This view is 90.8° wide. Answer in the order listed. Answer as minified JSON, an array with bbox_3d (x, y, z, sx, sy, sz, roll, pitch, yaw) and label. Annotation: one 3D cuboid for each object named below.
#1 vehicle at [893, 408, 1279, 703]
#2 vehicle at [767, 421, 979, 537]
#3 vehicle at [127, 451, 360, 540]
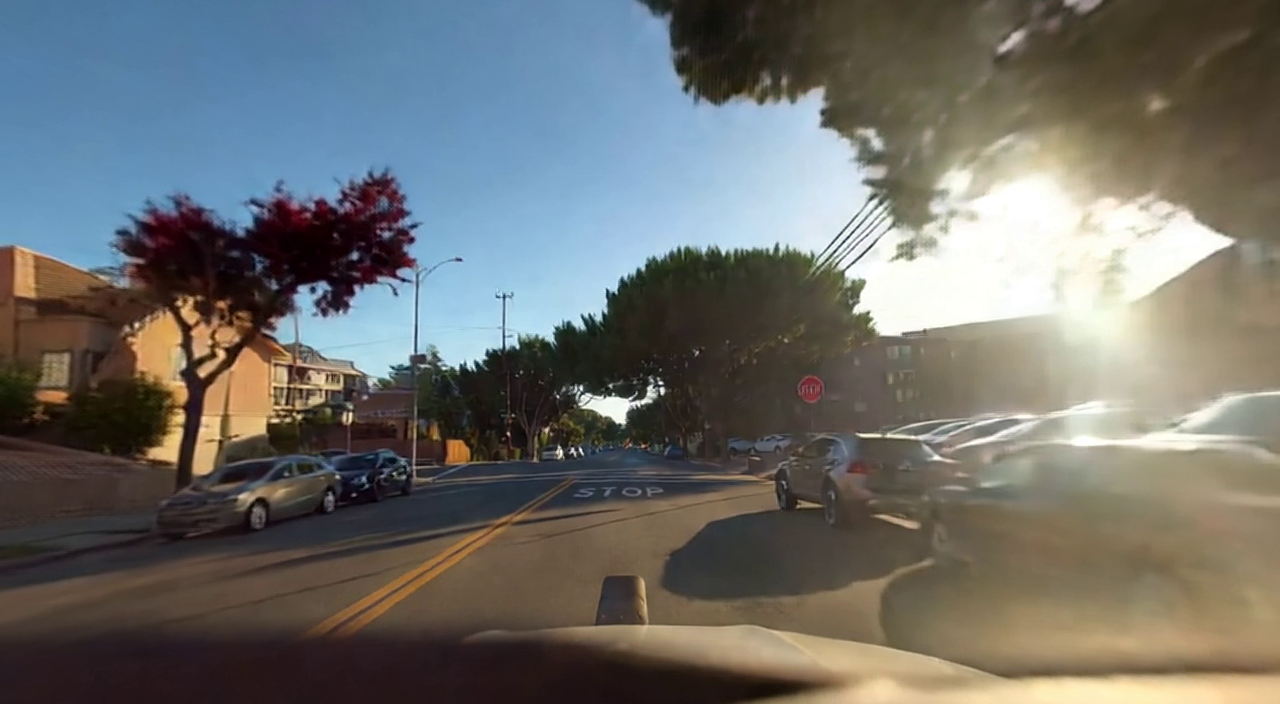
[{"bbox_3d":[4.000,1.362,5.393,1.846,1.506,4.165,0,-9,-2],"label":"vehicle"},{"bbox_3d":[3.723,2.106,11.040,1.976,1.614,4.052,0,-9,-3],"label":"vehicle"},{"bbox_3d":[-7.901,2.848,13.283,1.904,1.488,4.600,0,-9,0],"label":"vehicle"}]
